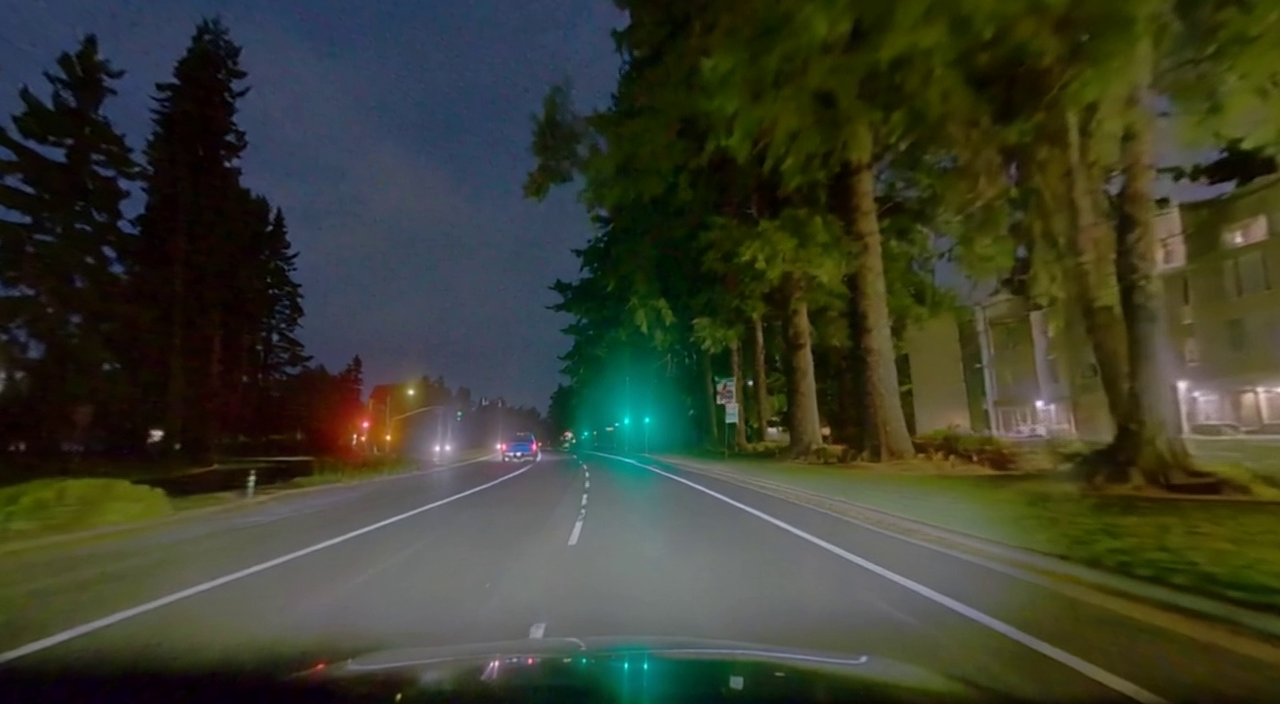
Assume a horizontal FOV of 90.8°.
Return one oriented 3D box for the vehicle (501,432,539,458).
[{"bbox_3d":[-9.086,7.087,48.165,2.267,1.849,6.402,1,-9,-6],"label":"vehicle"}]
